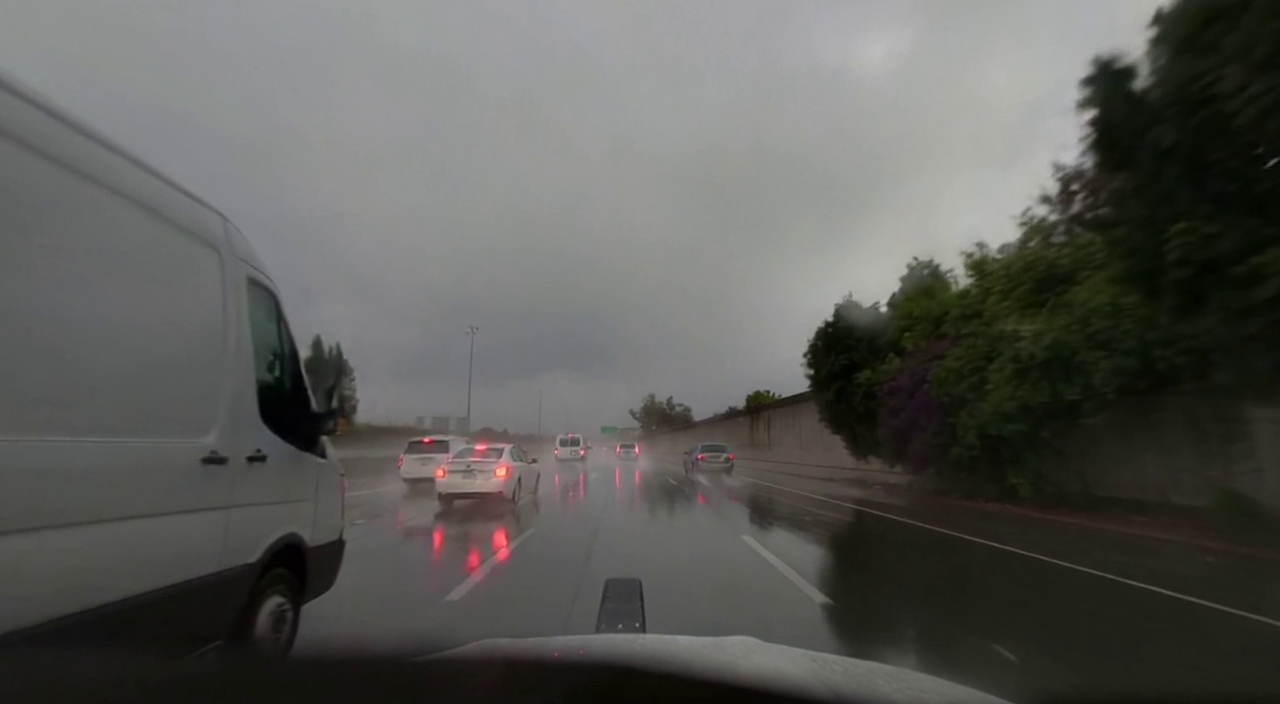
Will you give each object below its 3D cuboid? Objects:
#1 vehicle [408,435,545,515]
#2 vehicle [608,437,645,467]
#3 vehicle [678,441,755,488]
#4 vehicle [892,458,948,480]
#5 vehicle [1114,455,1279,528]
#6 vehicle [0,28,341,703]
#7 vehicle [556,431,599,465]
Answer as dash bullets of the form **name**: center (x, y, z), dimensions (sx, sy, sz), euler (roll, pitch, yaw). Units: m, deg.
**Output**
- **vehicle**: center (-3.470, 2.694, 14.258), dimensions (1.963, 1.507, 4.172), euler (0, -9, 0)
- **vehicle**: center (-0.865, 6.437, 40.453), dimensions (2.207, 1.807, 4.199), euler (0, -9, -1)
- **vehicle**: center (2.654, 4.047, 22.996), dimensions (2.127, 1.513, 4.501), euler (0, -9, -2)
- **vehicle**: center (20.259, 8.482, 45.803), dimensions (1.896, 1.474, 4.502), euler (0, -9, -2)
- **vehicle**: center (14.164, 3.265, 15.258), dimensions (1.846, 1.471, 4.423), euler (1, -9, -1)
- **vehicle**: center (-3.116, 0.162, 0.889), dimensions (2.383, 2.543, 5.904), euler (0, -9, 1)
- **vehicle**: center (-4.340, 6.798, 44.578), dimensions (2.504, 2.276, 5.933), euler (0, -9, -1)
